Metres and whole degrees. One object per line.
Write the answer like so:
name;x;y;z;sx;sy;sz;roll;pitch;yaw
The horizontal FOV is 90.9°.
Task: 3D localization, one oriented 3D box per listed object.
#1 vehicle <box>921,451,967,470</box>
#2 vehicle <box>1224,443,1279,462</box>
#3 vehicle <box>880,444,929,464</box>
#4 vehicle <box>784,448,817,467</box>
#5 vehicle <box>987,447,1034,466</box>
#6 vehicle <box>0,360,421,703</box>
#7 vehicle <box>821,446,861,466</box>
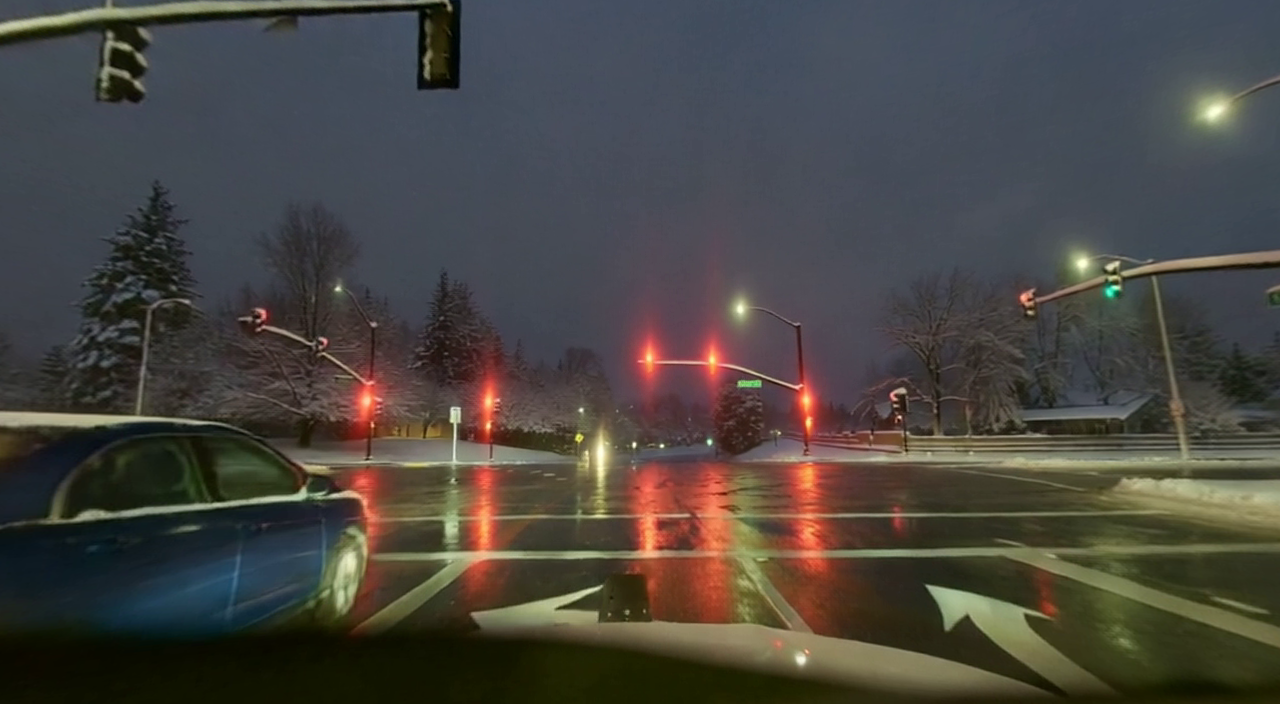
vehicle;23.203;8.297;48.198;1.633;1.324;3.449;0;-8;-3
vehicle;47.008;7.616;48.048;1.574;1.369;3.611;-1;-8;5
vehicle;20.686;7.984;49.464;1.815;1.515;4.552;0;-9;0
vehicle;12.660;8.307;49.854;1.647;1.386;3.725;-1;-8;1
vehicle;28.576;8.050;48.704;1.662;1.440;3.583;-1;-8;4
vehicle;-3.037;1.040;3.478;2.055;1.573;4.065;-1;-9;2
vehicle;15.699;8.143;49.401;1.714;1.458;4.206;0;-8;0
